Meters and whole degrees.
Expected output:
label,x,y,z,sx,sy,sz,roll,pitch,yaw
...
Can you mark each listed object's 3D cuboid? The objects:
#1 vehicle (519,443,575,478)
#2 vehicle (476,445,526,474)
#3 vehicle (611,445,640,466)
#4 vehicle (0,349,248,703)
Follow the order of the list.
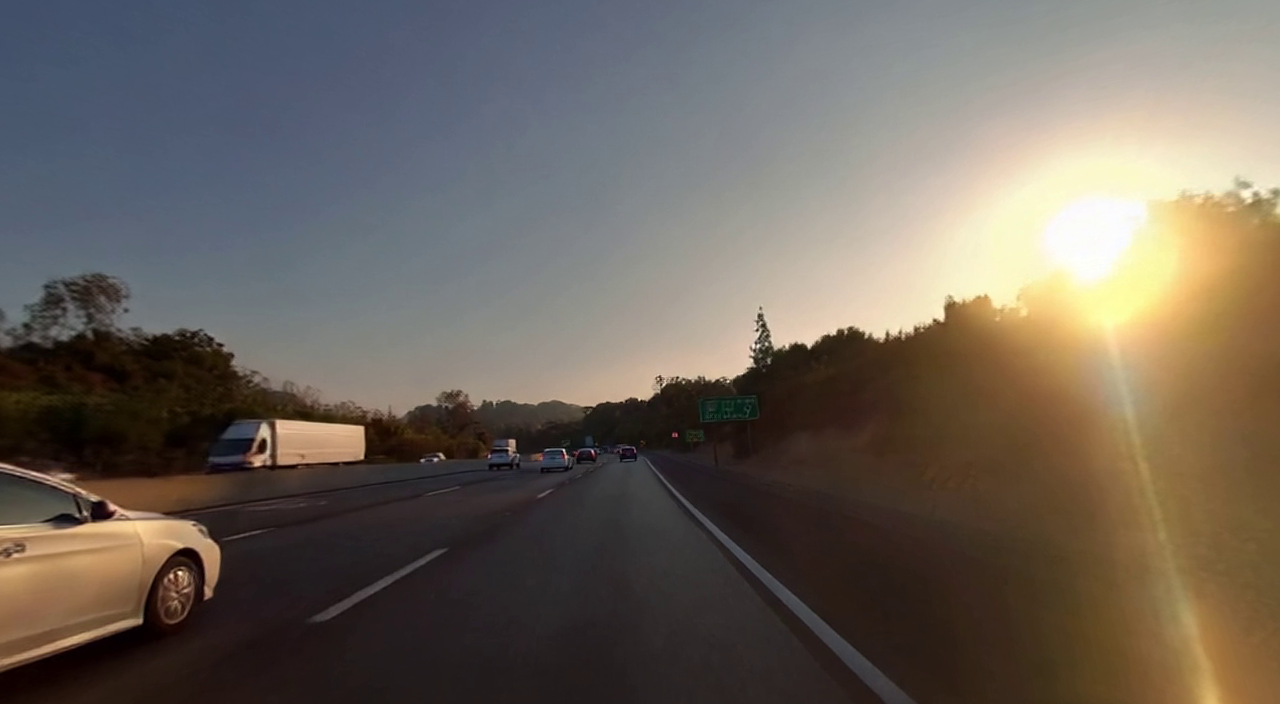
label,x,y,z,sx,sy,sz,roll,pitch,yaw
vehicle,-4.233,5.025,29.167,1.988,1.477,4.118,0,-9,0
vehicle,-7.851,6.071,35.644,1.936,1.516,3.904,0,-9,0
vehicle,-1.039,7.576,45.914,2.023,1.479,3.718,0,-9,-1
vehicle,-4.078,0.819,2.506,2.074,1.779,4.588,0,-9,-1
